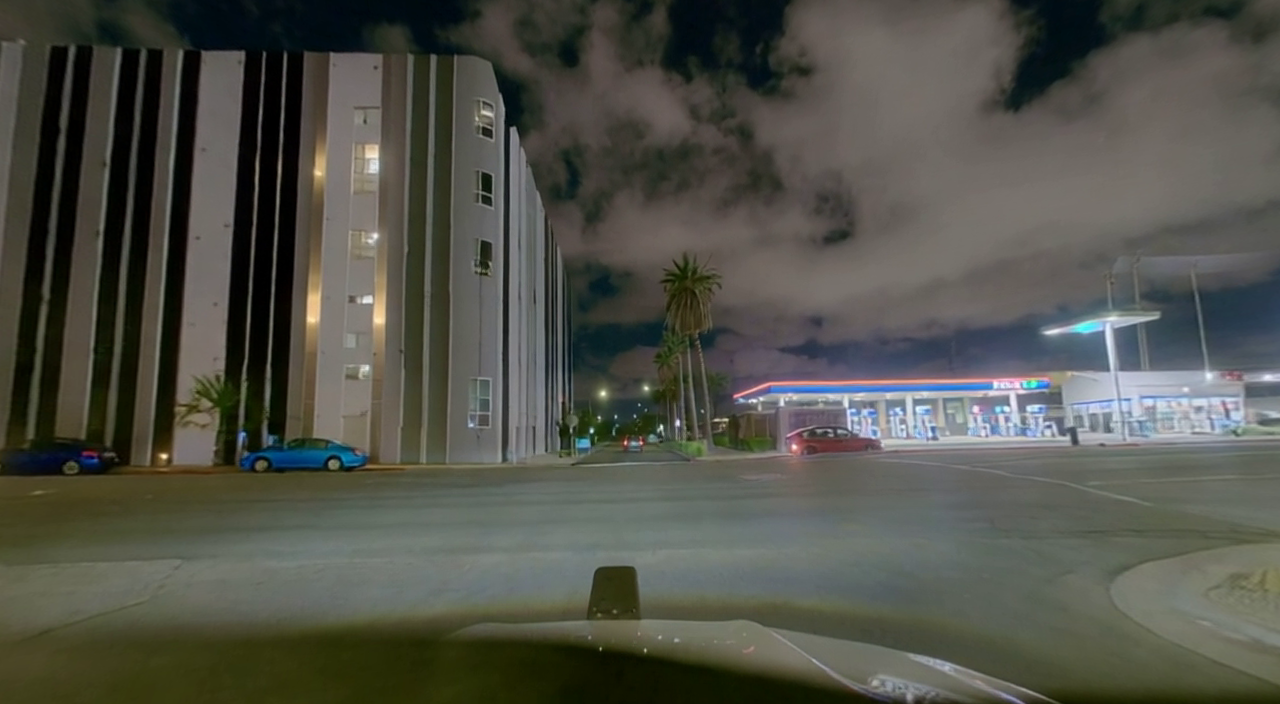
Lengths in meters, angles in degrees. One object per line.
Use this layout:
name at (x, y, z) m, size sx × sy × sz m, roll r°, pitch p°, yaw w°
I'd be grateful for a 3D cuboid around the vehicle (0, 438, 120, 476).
vehicle at (-23.622, 4.137, 25.026) m, size 4.321 × 1.430 × 1.775 m, roll 0°, pitch -9°, yaw -2°

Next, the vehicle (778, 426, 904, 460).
vehicle at (8.581, 3.927, 27.202) m, size 4.782 × 1.371 × 1.763 m, roll 1°, pitch -9°, yaw -6°

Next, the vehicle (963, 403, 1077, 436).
vehicle at (28.555, 5.077, 47.607) m, size 7.026 × 2.329 × 2.545 m, roll 1°, pitch -6°, yaw -4°

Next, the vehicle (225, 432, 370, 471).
vehicle at (-13.937, 4.068, 25.881) m, size 4.857 × 1.497 × 1.811 m, roll 0°, pitch -9°, yaw 2°

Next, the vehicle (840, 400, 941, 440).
vehicle at (16.159, 4.452, 40.991) m, size 5.524 × 2.504 × 2.196 m, roll 0°, pitch -9°, yaw -3°
